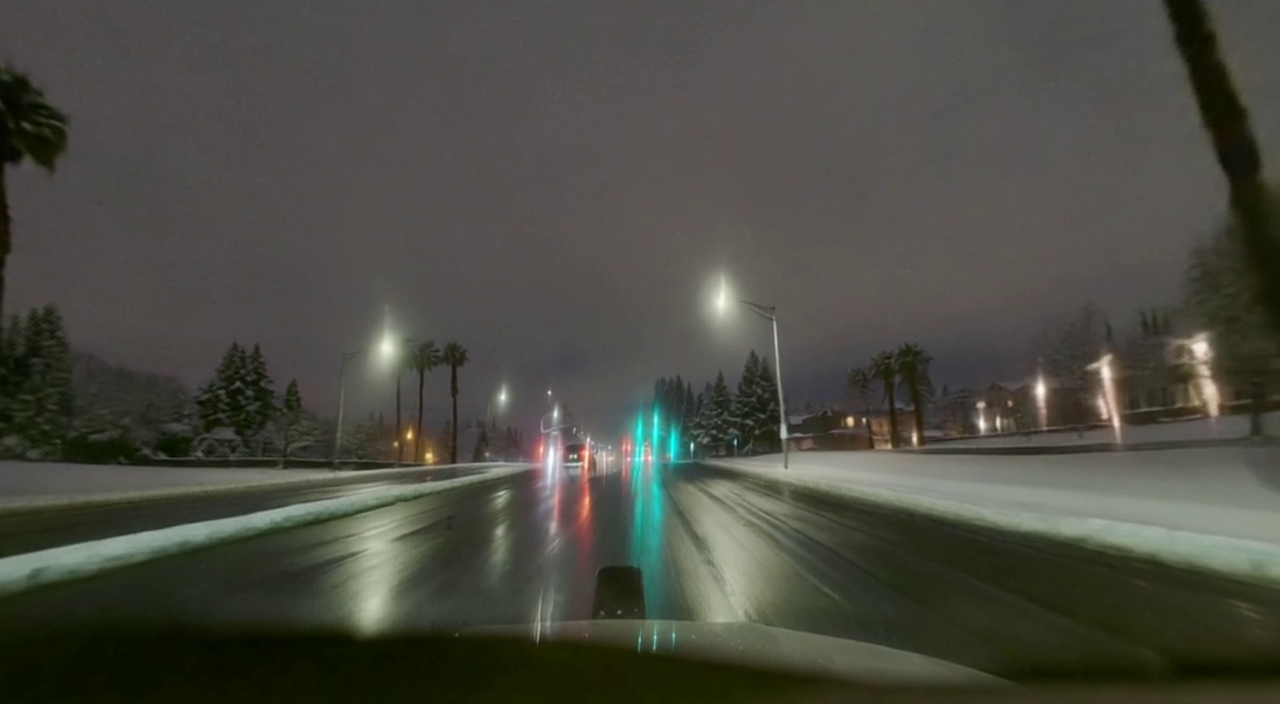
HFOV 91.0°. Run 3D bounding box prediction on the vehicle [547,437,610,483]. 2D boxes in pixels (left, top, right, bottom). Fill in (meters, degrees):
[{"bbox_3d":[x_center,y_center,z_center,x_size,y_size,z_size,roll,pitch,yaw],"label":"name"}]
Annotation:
[{"bbox_3d":[-2.773,5.073,29.824,2.370,1.968,5.698,0,-9,1],"label":"vehicle"}]
